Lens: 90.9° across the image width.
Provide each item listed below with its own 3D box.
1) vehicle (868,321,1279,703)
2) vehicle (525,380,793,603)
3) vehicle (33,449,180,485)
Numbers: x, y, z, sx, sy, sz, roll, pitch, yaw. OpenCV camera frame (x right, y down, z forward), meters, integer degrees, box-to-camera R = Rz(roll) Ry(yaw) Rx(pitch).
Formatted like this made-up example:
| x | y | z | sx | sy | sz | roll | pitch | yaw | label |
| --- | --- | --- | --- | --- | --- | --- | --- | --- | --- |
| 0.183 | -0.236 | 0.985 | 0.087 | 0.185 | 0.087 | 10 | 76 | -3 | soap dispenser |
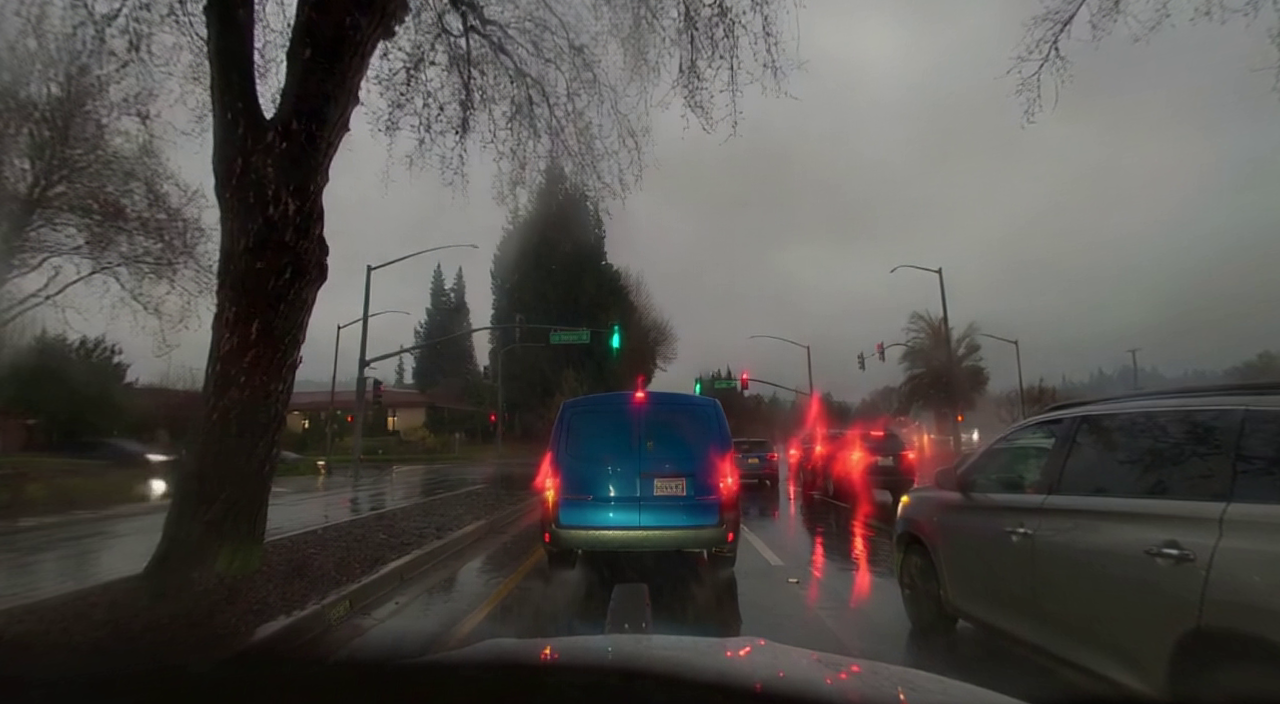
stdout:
| x | y | z | sx | sy | sz | roll | pitch | yaw | label |
| --- | --- | --- | --- | --- | --- | --- | --- | --- | --- |
| 2.899 | 0.947 | 3.187 | 1.971 | 1.663 | 4.287 | 0 | -8 | 2 | vehicle |
| 0.166 | 1.465 | 7.433 | 2.185 | 1.822 | 4.391 | 0 | -8 | 0 | vehicle |
| -24.204 | 5.209 | 28.779 | 4.789 | 1.514 | 1.866 | 1 | -8 | -6 | vehicle |
